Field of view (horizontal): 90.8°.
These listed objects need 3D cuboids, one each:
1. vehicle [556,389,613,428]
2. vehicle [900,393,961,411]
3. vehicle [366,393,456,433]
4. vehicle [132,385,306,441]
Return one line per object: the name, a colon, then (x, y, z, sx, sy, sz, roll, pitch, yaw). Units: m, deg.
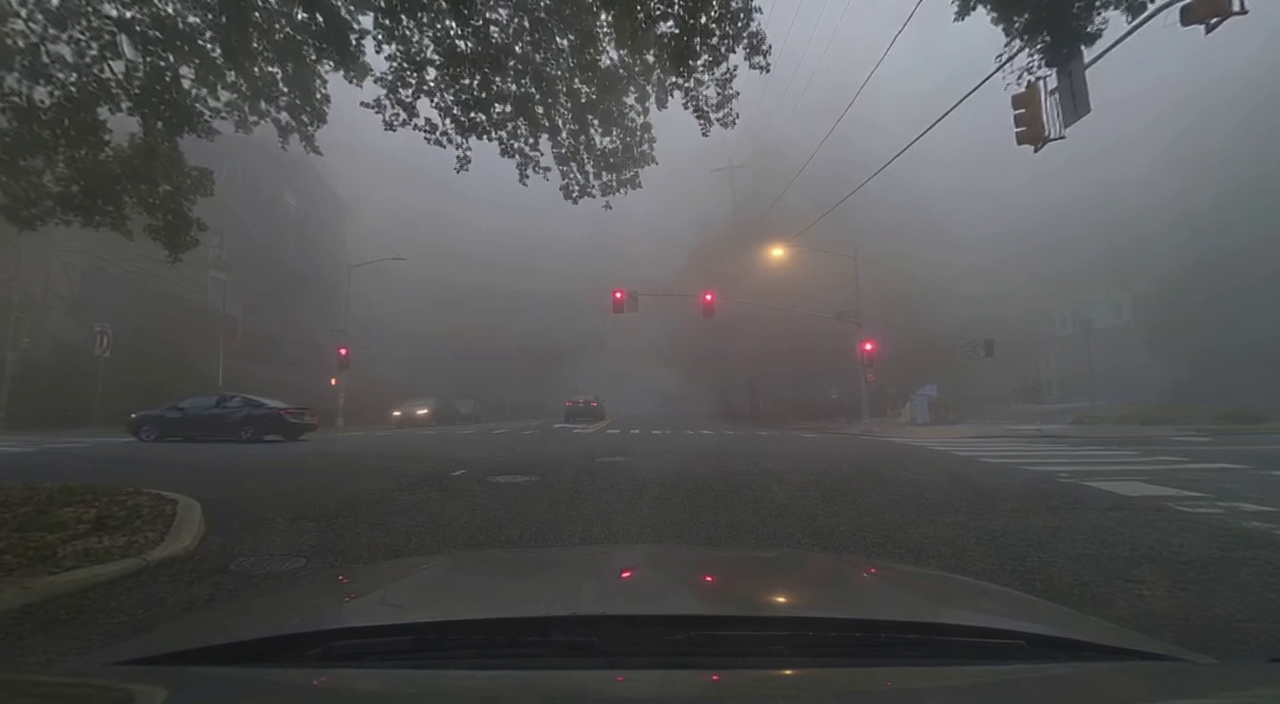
vehicle: (-2.975, 3.222, 35.147, 2.306, 1.907, 5.382, -1, -8, 5)
vehicle: (22.607, 3.943, 49.274, 3.933, 1.219, 1.700, 1, -8, 4)
vehicle: (-12.138, 3.351, 33.929, 2.340, 1.902, 4.920, -2, -9, 9)
vehicle: (-13.942, 2.079, 21.107, 4.445, 1.723, 2.007, -1, -8, 4)
